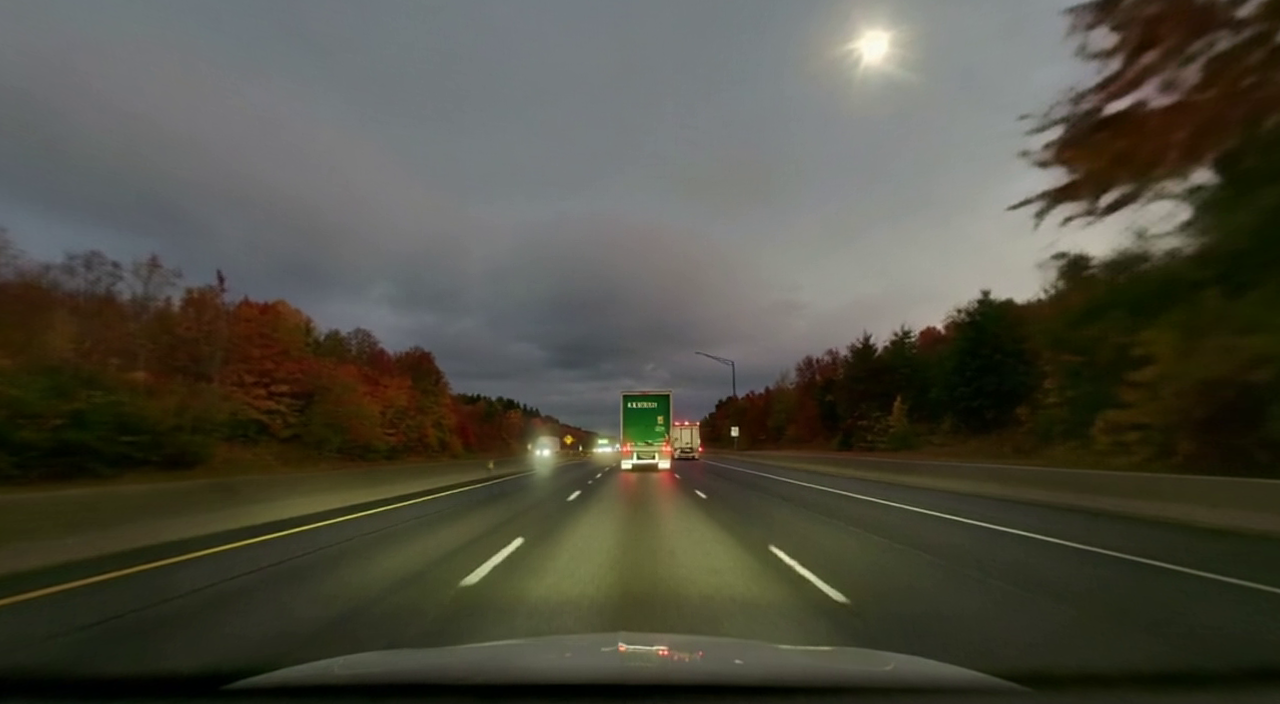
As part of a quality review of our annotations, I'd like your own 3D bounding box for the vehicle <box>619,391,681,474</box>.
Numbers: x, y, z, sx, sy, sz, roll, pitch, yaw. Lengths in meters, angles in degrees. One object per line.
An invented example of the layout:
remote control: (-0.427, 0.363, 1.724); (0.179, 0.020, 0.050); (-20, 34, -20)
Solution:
vehicle: (0.490, 4.819, 36.647); (3.057, 4.073, 10.792); (0, -9, 0)
